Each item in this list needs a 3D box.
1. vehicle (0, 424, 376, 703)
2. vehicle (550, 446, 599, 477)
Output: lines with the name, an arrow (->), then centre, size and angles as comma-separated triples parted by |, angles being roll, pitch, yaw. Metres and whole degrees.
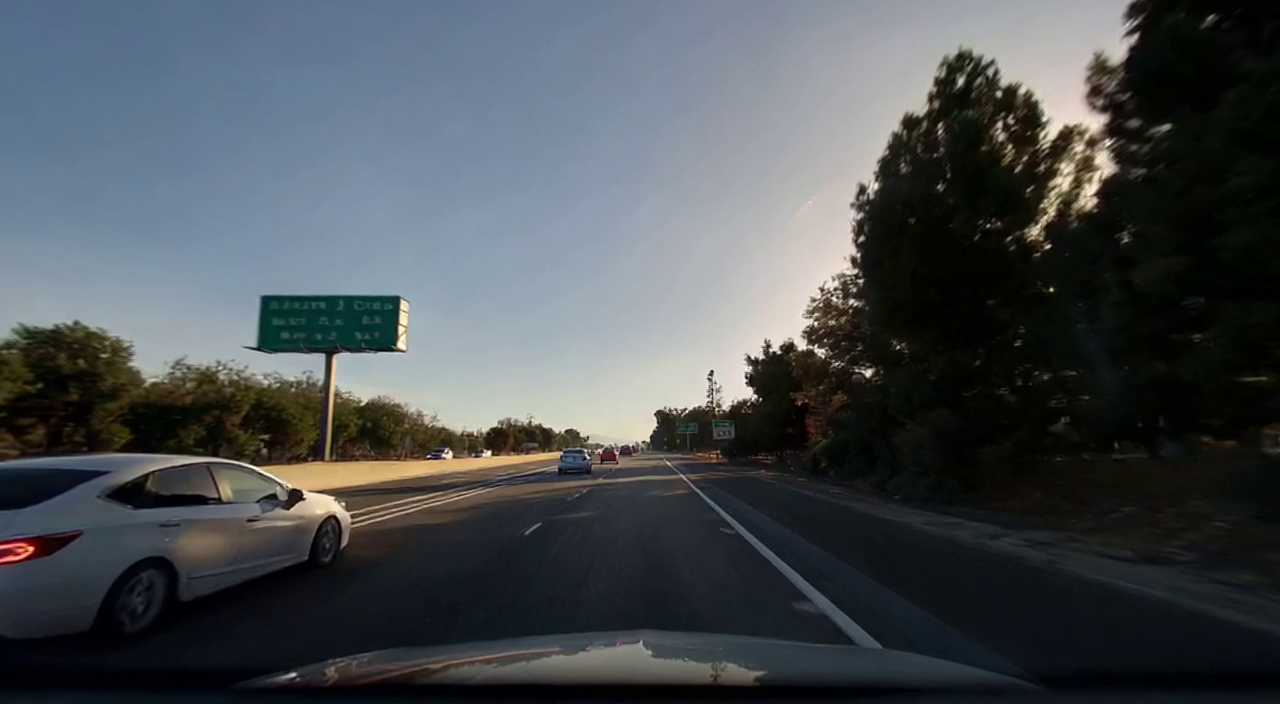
vehicle -> -4.088, 1.398, 4.965 | 2.011, 1.481, 4.434 | 0, -9, 1
vehicle -> -3.477, 5.915, 34.271 | 2.044, 1.527, 4.607 | 0, -9, 1
